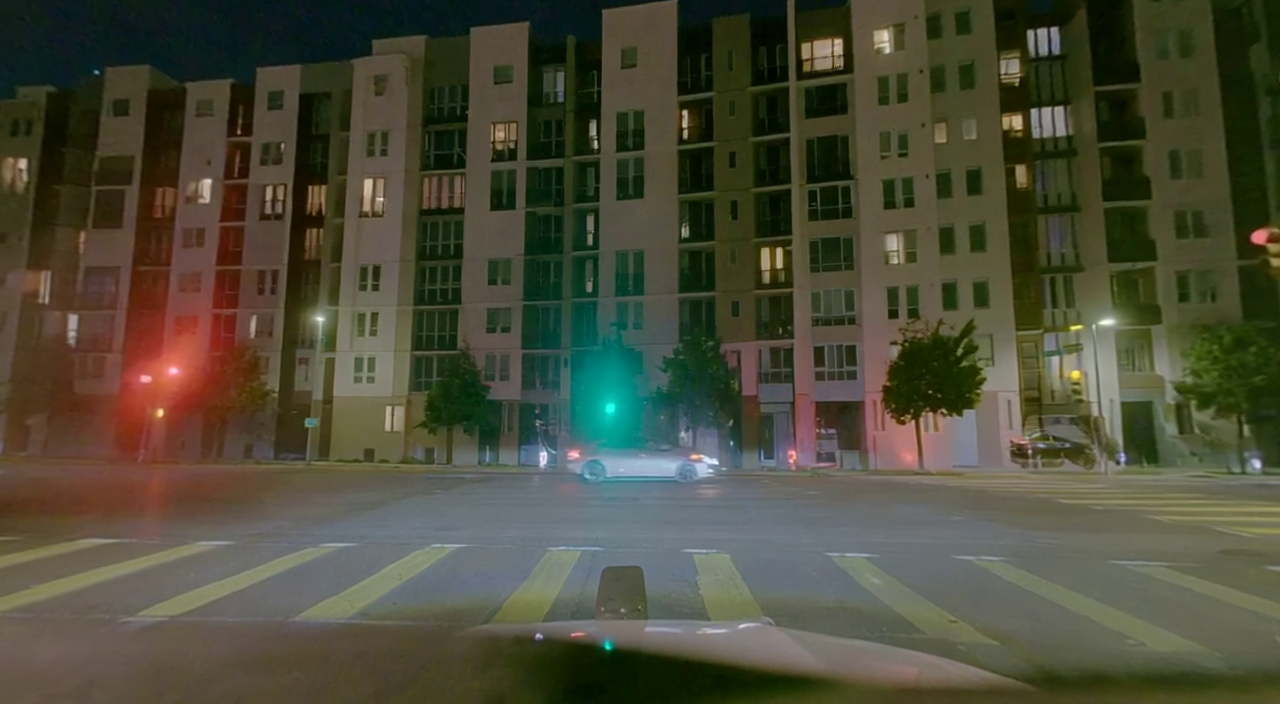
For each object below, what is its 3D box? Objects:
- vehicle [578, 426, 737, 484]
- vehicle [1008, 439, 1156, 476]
[{"bbox_3d":[0.554,3.396,20.930,4.980,1.792,2.042,0,-9,1],"label":"vehicle"},{"bbox_3d":[18.592,4.455,26.700,4.823,1.458,1.914,0,-9,-1],"label":"vehicle"}]
